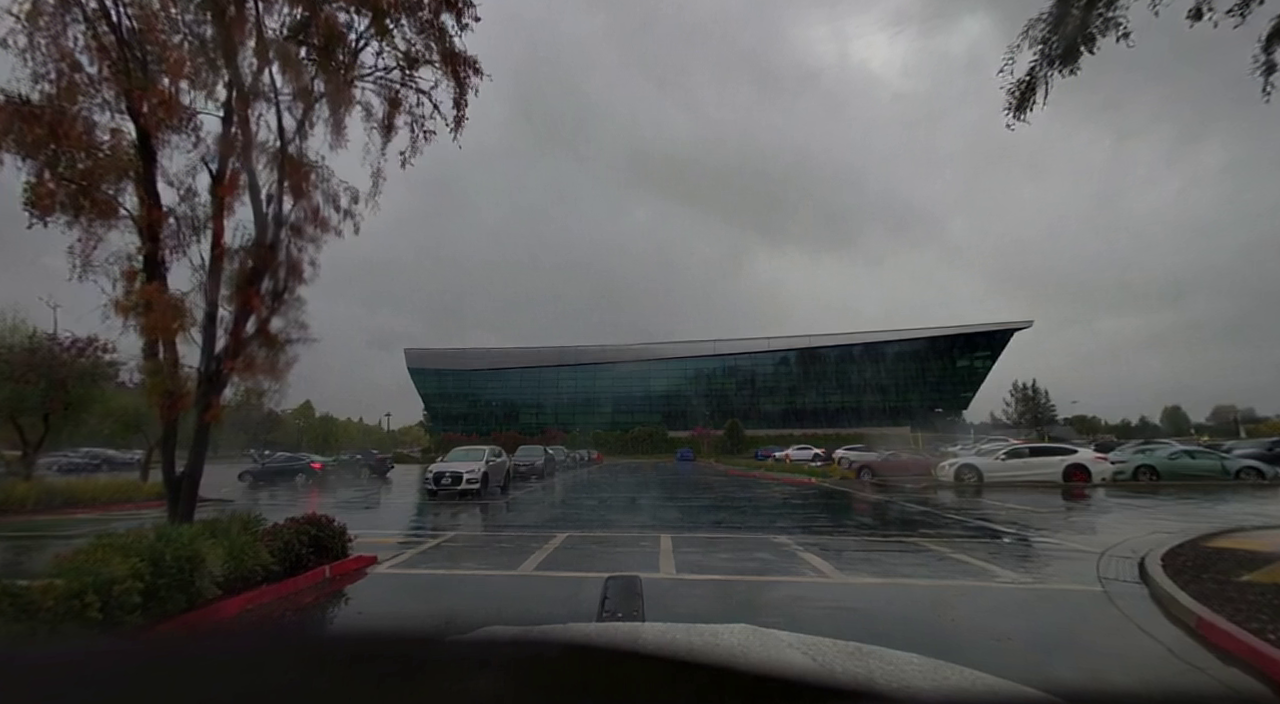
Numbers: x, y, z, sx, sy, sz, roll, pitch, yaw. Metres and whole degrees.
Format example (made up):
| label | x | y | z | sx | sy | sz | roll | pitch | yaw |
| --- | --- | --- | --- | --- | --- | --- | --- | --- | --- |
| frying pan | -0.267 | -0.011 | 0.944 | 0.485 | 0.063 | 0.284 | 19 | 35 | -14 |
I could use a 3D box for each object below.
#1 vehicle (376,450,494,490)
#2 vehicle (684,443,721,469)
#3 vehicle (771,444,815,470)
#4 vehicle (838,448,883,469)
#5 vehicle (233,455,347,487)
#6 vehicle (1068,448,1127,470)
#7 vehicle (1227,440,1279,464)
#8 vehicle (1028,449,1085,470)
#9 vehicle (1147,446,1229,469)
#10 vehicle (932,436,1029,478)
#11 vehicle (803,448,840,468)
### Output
| label | x | y | z | sx | sy | sz | roll | pitch | yaw |
| --- | --- | --- | --- | --- | --- | --- | --- | --- | --- |
| vehicle | -8.701 | 4.967 | 26.903 | 4.442 | 1.504 | 1.809 | 4 | -10 | -28 |
| vehicle | 4.589 | 7.743 | 47.277 | 2.262 | 1.794 | 5.331 | 0 | -8 | 1 |
| vehicle | 10.519 | 7.208 | 43.713 | 1.936 | 1.673 | 4.305 | 0 | -8 | 0 |
| vehicle | 17.050 | 8.226 | 49.063 | 1.971 | 1.478 | 4.477 | 0 | -8 | 1 |
| vehicle | -16.750 | 5.692 | 30.358 | 4.331 | 1.437 | 1.876 | 0 | -8 | 3 |
| vehicle | 31.297 | 7.313 | 43.274 | 1.519 | 1.371 | 3.278 | 0 | -8 | -1 |
| vehicle | 43.059 | 6.809 | 43.084 | 1.758 | 1.572 | 4.421 | 0 | -8 | 1 |
| vehicle | 28.301 | 7.291 | 43.008 | 1.495 | 1.371 | 3.336 | -1 | -9 | -1 |
| vehicle | 37.017 | 7.119 | 42.788 | 1.678 | 1.423 | 4.191 | 0 | -8 | -2 |
| vehicle | 16.475 | 5.094 | 30.927 | 2.048 | 1.852 | 4.998 | 0 | -9 | 1 |
| vehicle | 14.213 | 8.303 | 49.644 | 1.935 | 1.477 | 3.719 | 0 | -9 | 3 |
